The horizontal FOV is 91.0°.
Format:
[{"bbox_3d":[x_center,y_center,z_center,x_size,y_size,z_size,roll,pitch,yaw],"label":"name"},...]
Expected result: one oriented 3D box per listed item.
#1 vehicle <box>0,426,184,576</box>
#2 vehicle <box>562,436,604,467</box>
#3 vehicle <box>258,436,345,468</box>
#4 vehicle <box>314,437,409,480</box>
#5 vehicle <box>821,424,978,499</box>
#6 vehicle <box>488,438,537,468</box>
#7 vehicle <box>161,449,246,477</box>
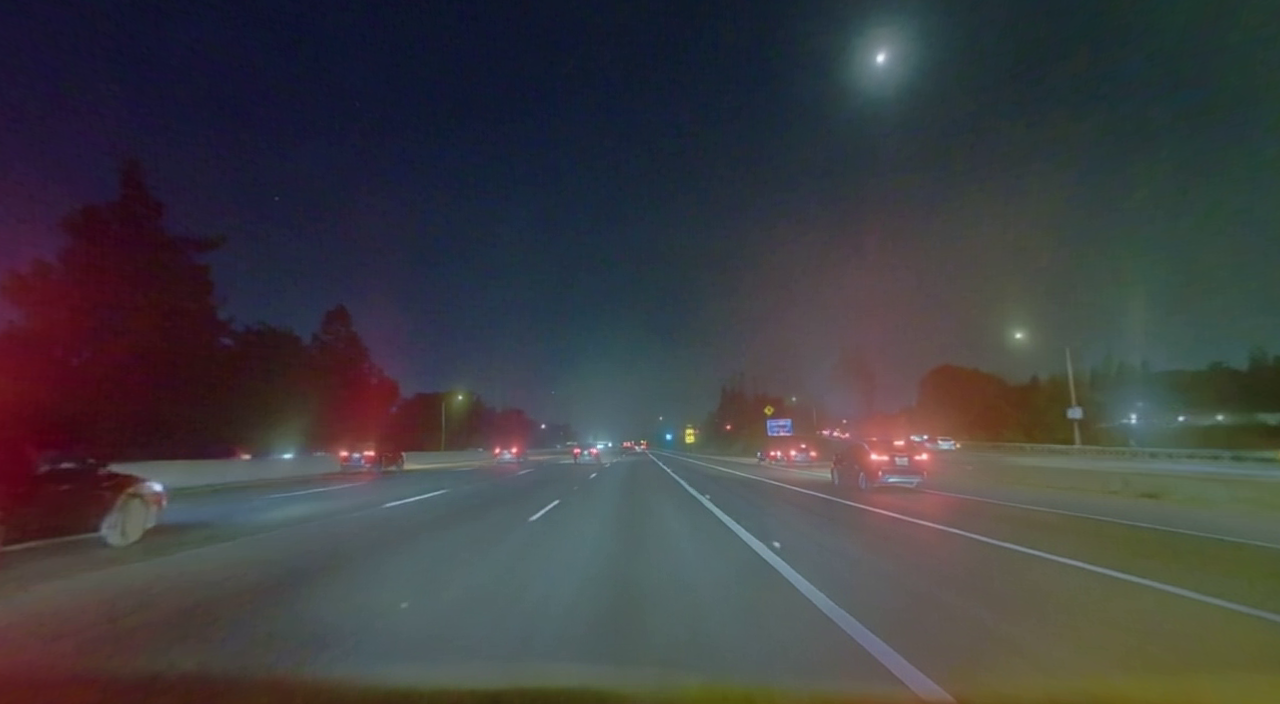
[{"bbox_3d":[-7.434,1.498,6.382,2.071,1.486,4.703,0,-9,0],"label":"vehicle"},{"bbox_3d":[-3.798,6.735,42.859,2.288,1.962,5.119,0,-9,1],"label":"vehicle"},{"bbox_3d":[-20.881,6.219,39.195,2.209,1.819,5.690,0,-9,1],"label":"vehicle"},{"bbox_3d":[-11.329,4.354,25.988,1.958,1.633,4.302,0,-9,0],"label":"vehicle"},{"bbox_3d":[7.082,3.050,17.934,2.259,1.816,4.862,0,-9,-2],"label":"vehicle"},{"bbox_3d":[-7.867,6.261,39.215,2.087,1.755,4.457,0,-9,0],"label":"vehicle"},{"bbox_3d":[-24.836,6.313,36.025,1.866,1.490,4.134,0,-9,0],"label":"vehicle"}]
